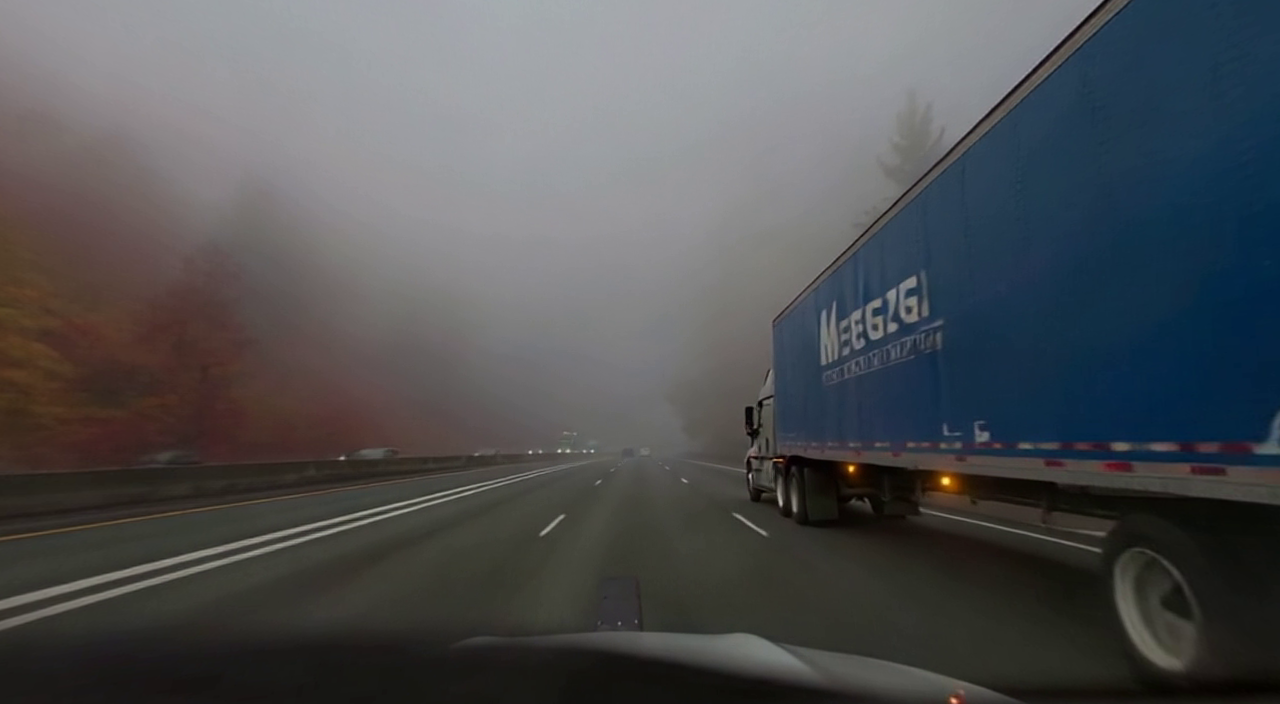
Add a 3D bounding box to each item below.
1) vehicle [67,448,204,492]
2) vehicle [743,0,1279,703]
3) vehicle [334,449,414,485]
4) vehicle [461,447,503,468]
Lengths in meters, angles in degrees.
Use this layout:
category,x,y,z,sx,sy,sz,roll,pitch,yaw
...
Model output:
category,x,y,z,sx,sy,sz,roll,pitch,yaw
vehicle,-19.959,4.637,25.077,1.927,1.580,4.233,0,-9,0
vehicle,4.128,0.430,7.257,3.003,3.880,16.814,0,-9,0
vehicle,-11.504,4.967,27.355,1.810,1.461,3.796,0,-9,0
vehicle,-11.759,7.886,46.924,1.914,1.511,4.556,0,-9,1
